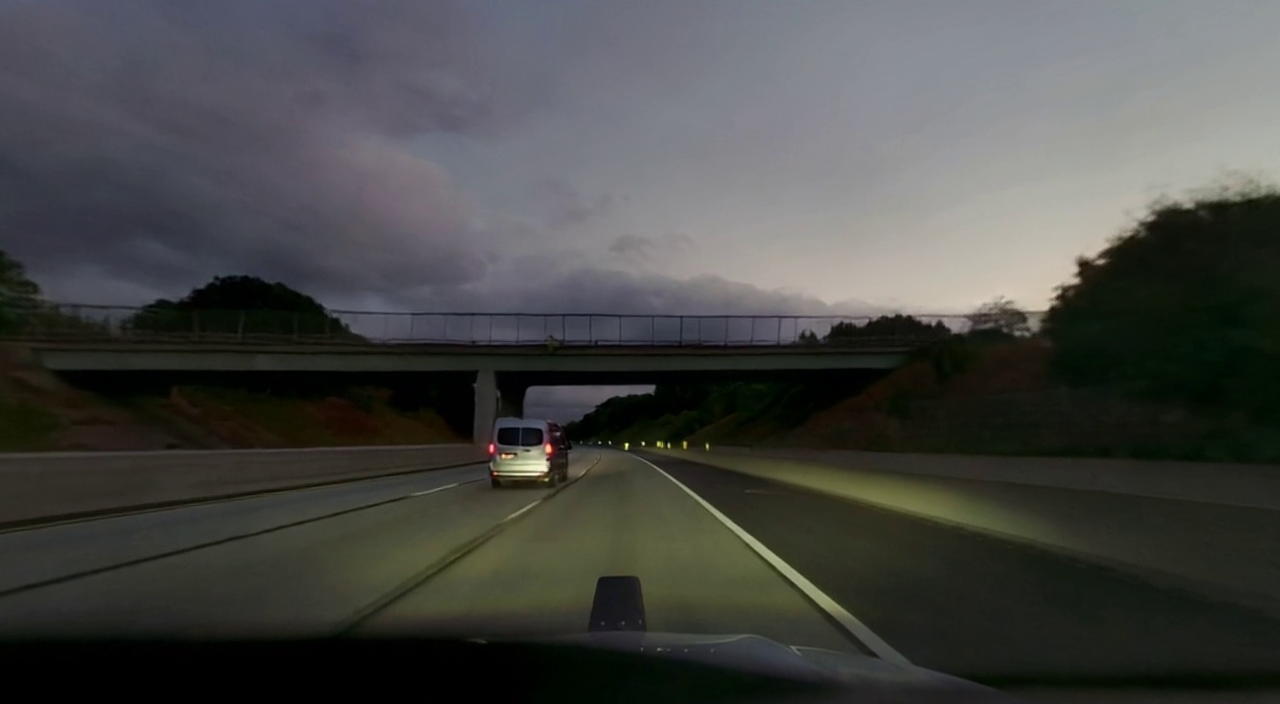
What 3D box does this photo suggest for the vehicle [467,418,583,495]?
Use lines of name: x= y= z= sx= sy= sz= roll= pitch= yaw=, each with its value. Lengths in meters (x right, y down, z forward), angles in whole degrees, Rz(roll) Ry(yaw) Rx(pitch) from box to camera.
vehicle: x=-3.067 y=2.952 z=18.107 sx=2.372 sy=1.891 sz=5.061 roll=0 pitch=-8 yaw=0
